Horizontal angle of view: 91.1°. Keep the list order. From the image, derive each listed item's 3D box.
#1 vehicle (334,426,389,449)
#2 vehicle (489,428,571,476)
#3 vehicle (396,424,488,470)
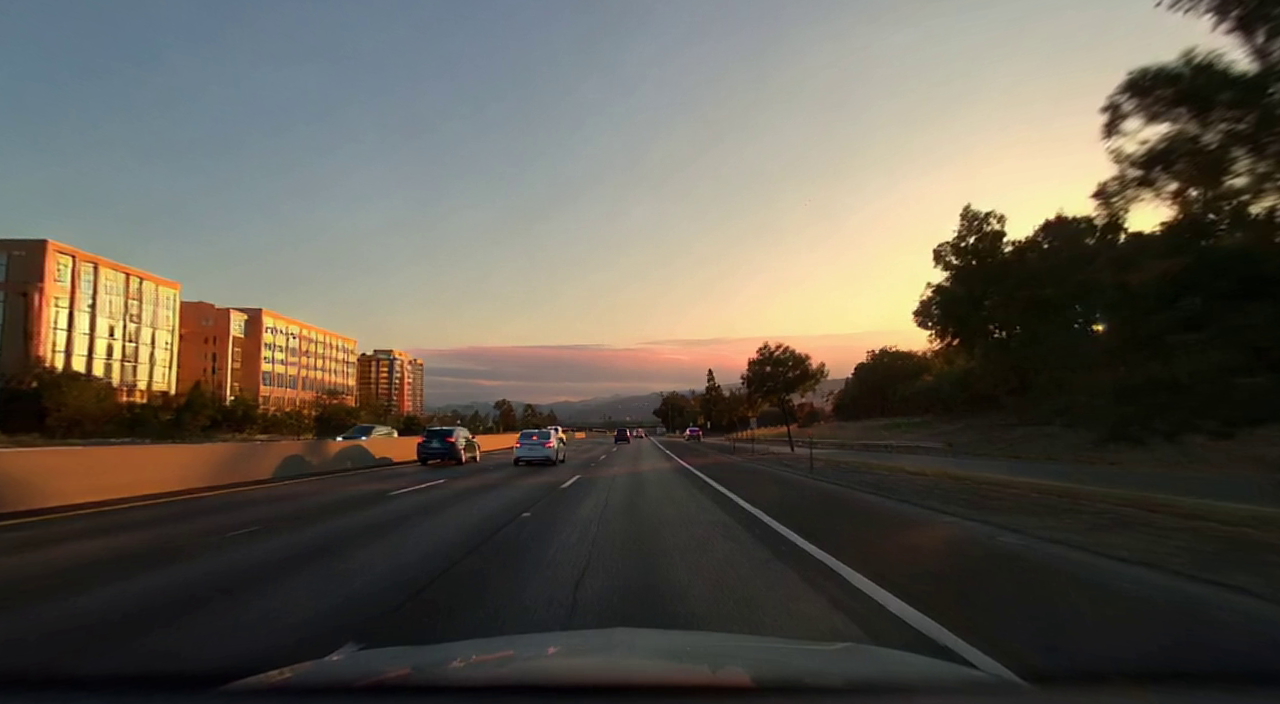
[{"bbox_3d":[-20.796,6.416,47.182,1.837,1.642,4.843,0,-8,1],"label":"vehicle"},{"bbox_3d":[-3.732,3.448,22.095,1.996,1.490,4.571,0,-8,1],"label":"vehicle"},{"bbox_3d":[-7.415,3.602,24.063,1.985,1.575,4.453,0,-8,1],"label":"vehicle"}]
